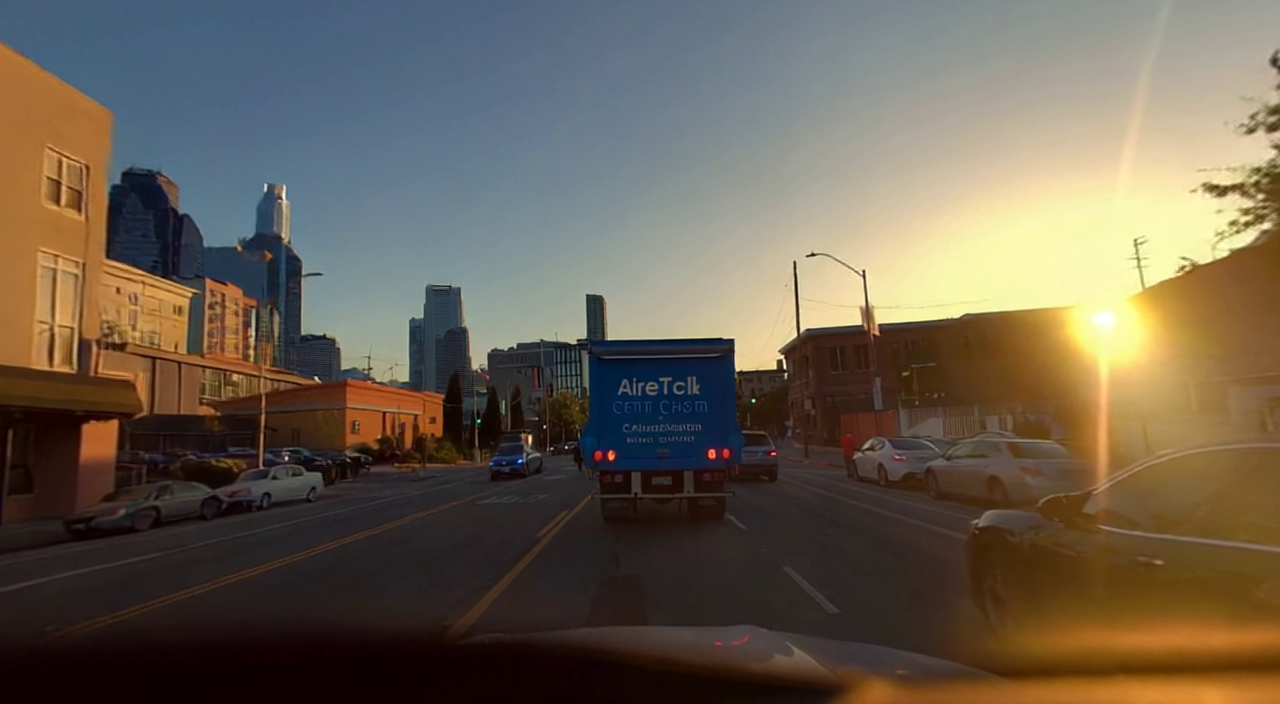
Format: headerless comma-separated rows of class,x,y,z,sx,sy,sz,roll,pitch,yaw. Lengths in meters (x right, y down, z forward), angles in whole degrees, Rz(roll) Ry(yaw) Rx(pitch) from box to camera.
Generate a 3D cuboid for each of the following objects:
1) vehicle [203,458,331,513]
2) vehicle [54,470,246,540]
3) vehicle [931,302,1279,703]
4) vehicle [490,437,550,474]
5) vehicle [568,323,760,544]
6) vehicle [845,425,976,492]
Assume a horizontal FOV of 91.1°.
vehicle,-13.365,4.759,22.881,1.943,1.682,4.365,0,-8,0
vehicle,-13.479,4.188,17.711,1.901,1.508,4.405,0,-8,-1
vehicle,3.393,0.789,2.754,2.104,1.786,4.498,0,-8,1
vehicle,-5.958,5.211,31.687,2.046,1.711,4.320,0,-8,1
vehicle,0.216,1.500,11.446,2.517,2.926,6.177,0,-8,-2
vehicle,7.587,3.029,18.164,1.946,1.680,4.270,0,-8,1
